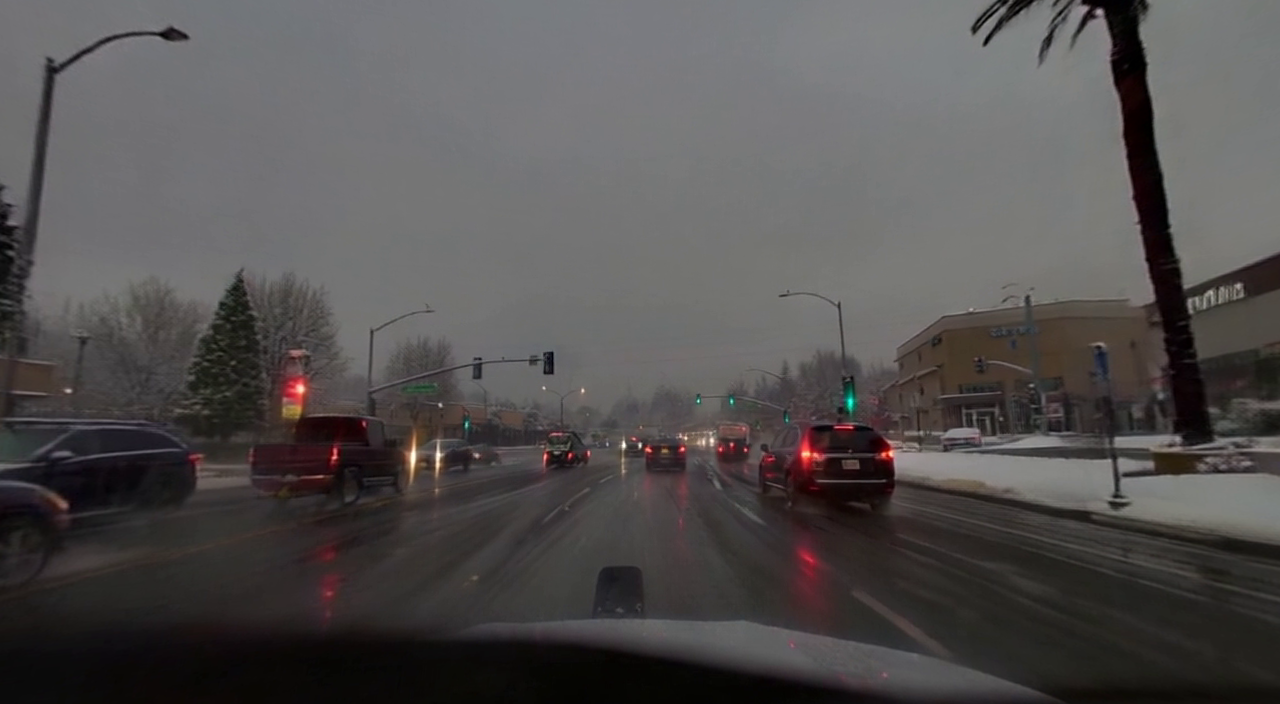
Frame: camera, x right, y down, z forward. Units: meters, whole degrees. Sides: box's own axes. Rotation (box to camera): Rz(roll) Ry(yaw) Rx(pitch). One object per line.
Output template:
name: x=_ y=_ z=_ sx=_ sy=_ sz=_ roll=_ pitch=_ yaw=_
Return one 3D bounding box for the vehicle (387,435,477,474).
vehicle: x=-8.680 y=4.326 z=26.836 sx=2.017 sy=1.472 sz=4.418 roll=-1 pitch=-8 yaw=4

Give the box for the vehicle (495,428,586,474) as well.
vehicle: x=-4.120 y=4.206 z=27.009 sx=2.088 sy=1.746 sz=4.650 roll=-3 pitch=-9 yaw=15

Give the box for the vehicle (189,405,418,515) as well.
vehicle: x=-6.678 y=2.219 z=13.340 sx=2.127 sy=1.888 sz=4.637 roll=-1 pitch=-8 yaw=2

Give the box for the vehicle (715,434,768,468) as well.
vehicle: x=4.884 y=4.848 z=30.965 sx=2.149 sy=1.532 sz=4.168 roll=-1 pitch=-8 yaw=4

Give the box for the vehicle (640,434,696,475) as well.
vehicle: x=1.164 y=4.111 z=25.477 sx=2.057 sy=1.492 sz=3.825 roll=-1 pitch=-8 yaw=4

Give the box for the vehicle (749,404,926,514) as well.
vehicle: x=3.958 y=2.281 z=13.876 sx=2.267 sy=1.931 sz=5.145 roll=0 pitch=-8 yaw=1

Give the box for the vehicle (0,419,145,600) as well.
vehicle: x=-6.305 y=1.158 z=4.199 sx=1.935 sy=1.483 sz=4.973 roll=0 pitch=-8 yaw=1
